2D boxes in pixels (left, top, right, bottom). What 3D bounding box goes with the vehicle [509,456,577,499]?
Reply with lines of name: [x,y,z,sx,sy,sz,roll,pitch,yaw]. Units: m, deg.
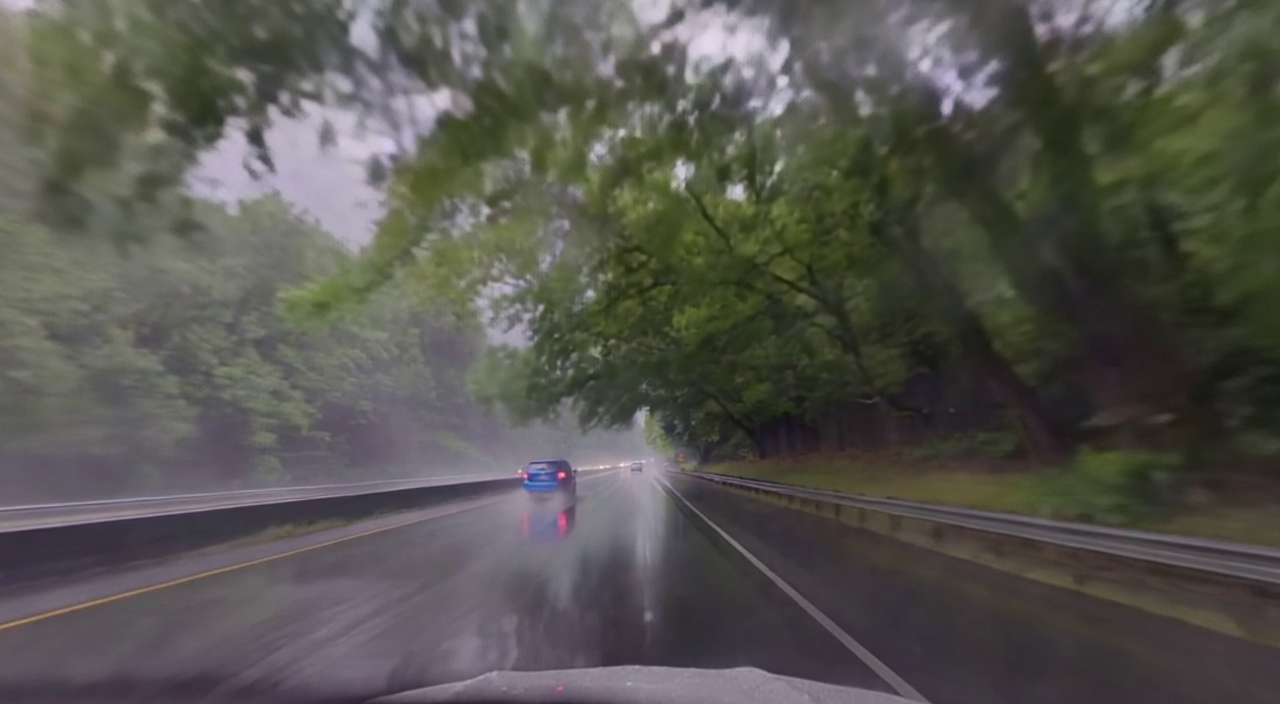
vehicle: [-3.903,5.184,26.114,2.081,1.586,4.245,0,-10,1]
